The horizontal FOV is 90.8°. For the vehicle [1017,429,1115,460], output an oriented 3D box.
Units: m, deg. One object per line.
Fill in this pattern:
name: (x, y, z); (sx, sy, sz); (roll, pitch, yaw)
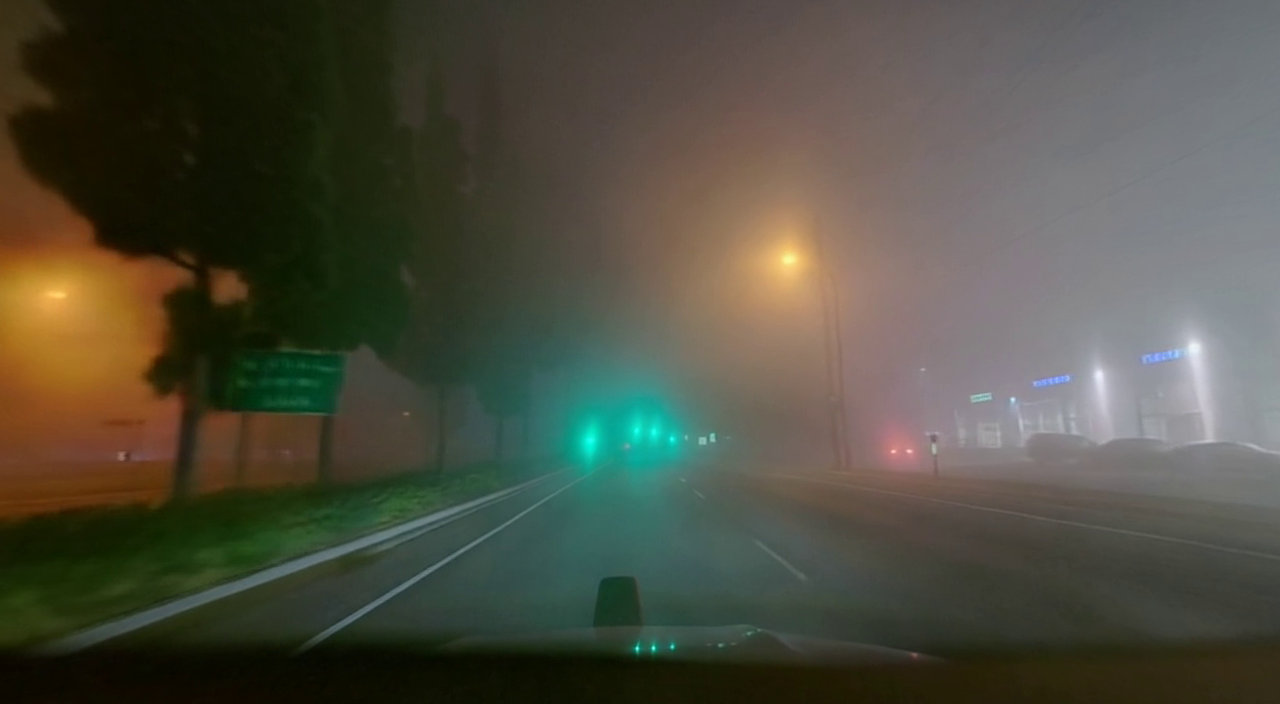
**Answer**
vehicle: (30.020, 6.561, 44.611); (5.244, 1.992, 2.226); (-1, -9, -3)

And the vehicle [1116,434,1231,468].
vehicle: (30.483, 5.642, 36.184); (4.633, 1.754, 2.017); (-1, -8, 1)

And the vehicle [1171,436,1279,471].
vehicle: (31.248, 5.352, 33.393); (4.279, 1.743, 2.003); (-1, -9, 7)
